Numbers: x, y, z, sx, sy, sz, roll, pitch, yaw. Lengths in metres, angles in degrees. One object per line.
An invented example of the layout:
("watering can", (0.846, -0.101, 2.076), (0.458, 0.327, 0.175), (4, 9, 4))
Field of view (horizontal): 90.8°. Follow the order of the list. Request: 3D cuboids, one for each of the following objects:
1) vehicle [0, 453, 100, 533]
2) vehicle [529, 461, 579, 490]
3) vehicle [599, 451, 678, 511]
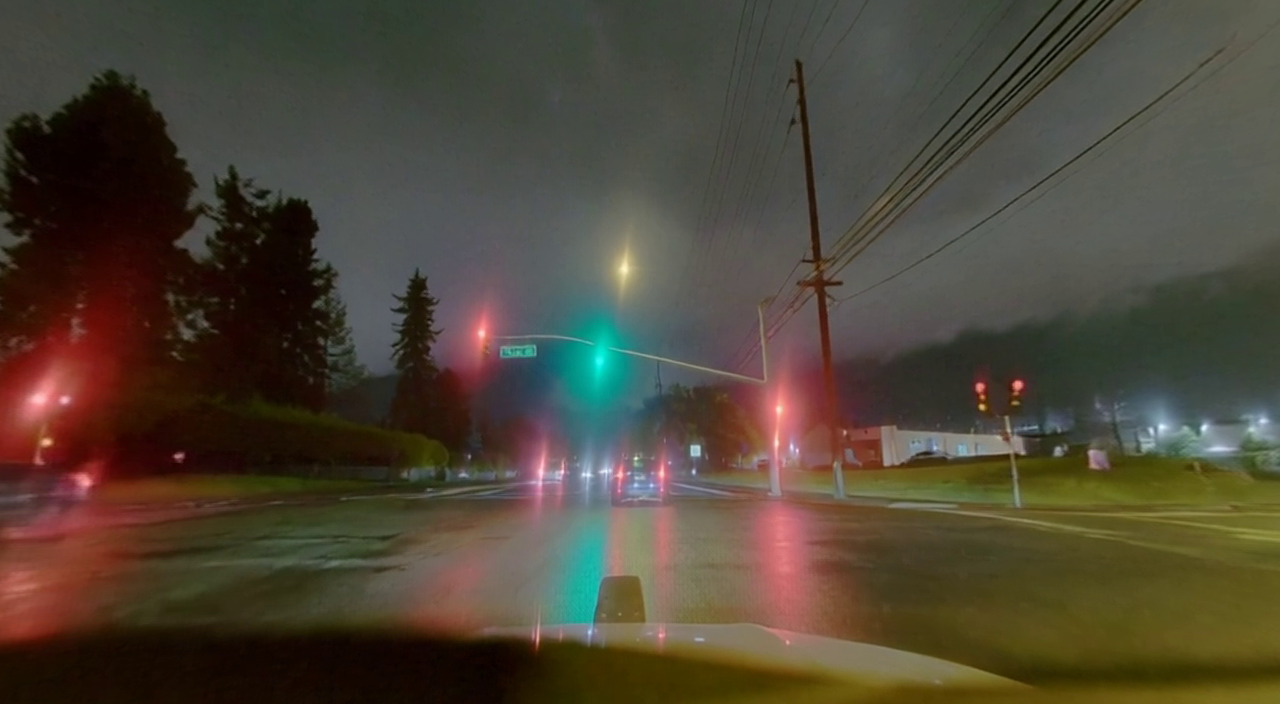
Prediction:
("vehicle", (-13.675, 2.771, 12.418), (2.025, 1.571, 4.636), (0, -9, -1))
("vehicle", (-4.711, 6.817, 35.165), (2.153, 1.474, 4.284), (0, -9, 0))
("vehicle", (-0.081, 3.891, 19.428), (2.156, 1.636, 3.923), (0, -9, -1))
